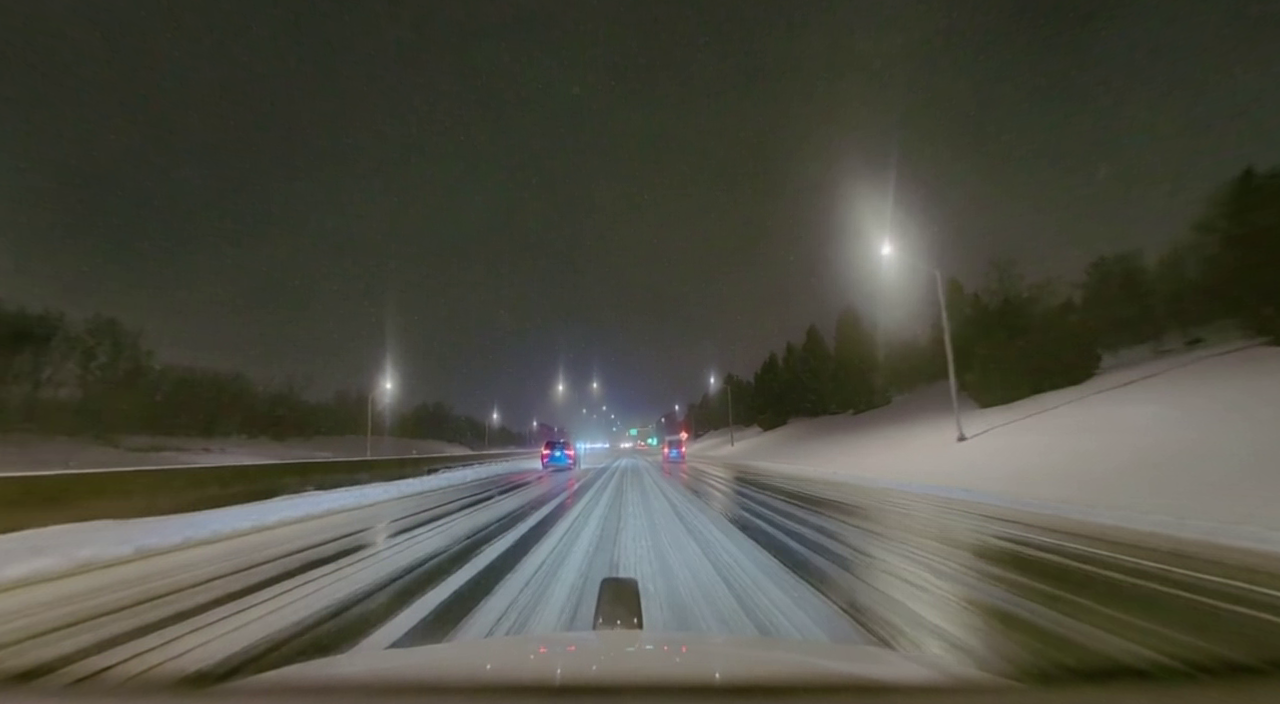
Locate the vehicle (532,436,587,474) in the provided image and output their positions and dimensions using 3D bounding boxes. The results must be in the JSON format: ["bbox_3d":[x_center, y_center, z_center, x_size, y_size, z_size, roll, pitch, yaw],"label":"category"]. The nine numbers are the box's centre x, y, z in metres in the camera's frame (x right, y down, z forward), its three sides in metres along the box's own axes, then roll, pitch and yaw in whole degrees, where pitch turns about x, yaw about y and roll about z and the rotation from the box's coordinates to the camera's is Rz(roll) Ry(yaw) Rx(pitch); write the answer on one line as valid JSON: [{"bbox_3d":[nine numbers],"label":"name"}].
[{"bbox_3d":[-4.040,5.288,32.556,2.205,1.773,5.124,0,-9,0],"label":"vehicle"}]
